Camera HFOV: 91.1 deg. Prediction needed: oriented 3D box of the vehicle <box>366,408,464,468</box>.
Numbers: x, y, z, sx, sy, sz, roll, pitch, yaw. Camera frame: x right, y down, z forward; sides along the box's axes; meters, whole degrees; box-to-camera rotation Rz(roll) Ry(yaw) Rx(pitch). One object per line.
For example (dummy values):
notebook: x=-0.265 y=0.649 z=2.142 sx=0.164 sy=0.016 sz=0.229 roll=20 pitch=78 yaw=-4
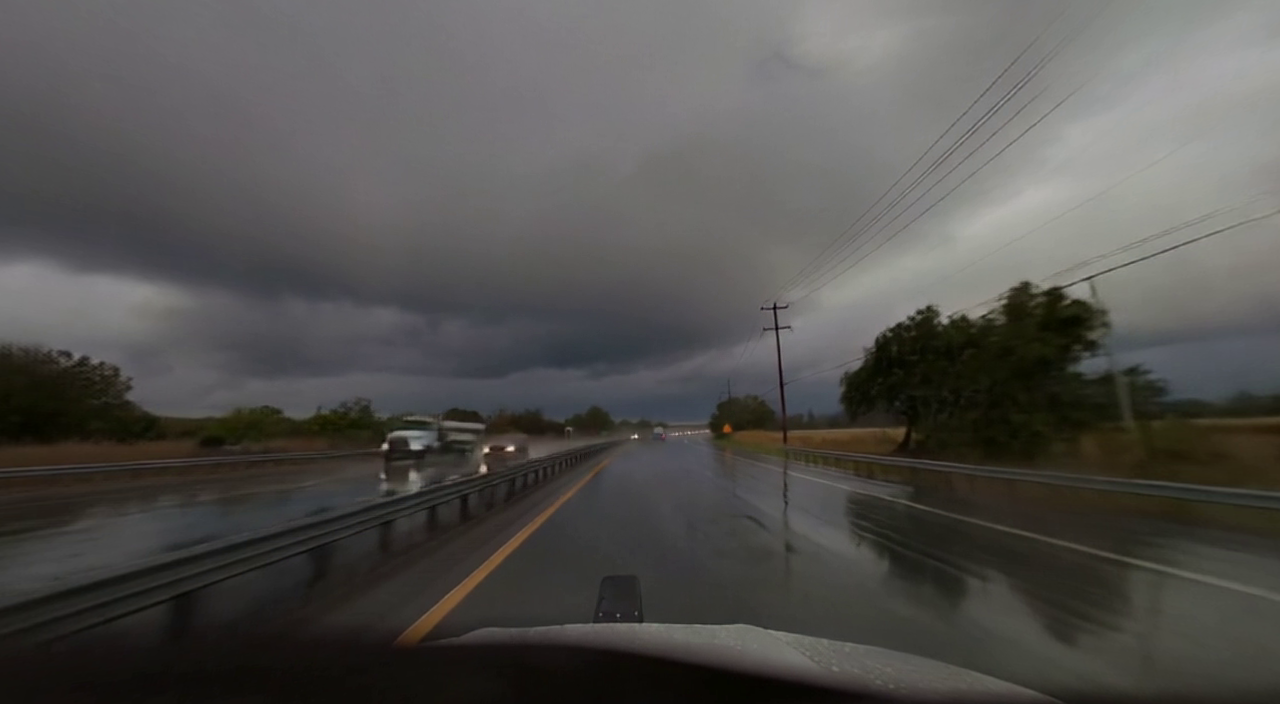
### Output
vehicle: x=-10.838 y=4.210 z=30.910 sx=2.464 sy=2.612 sz=5.995 roll=0 pitch=-8 yaw=1

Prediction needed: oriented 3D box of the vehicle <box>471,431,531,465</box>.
vehicle: x=-7.034 y=4.886 z=32.272 sx=2.015 sy=1.597 sz=4.252 roll=0 pitch=-8 yaw=1
